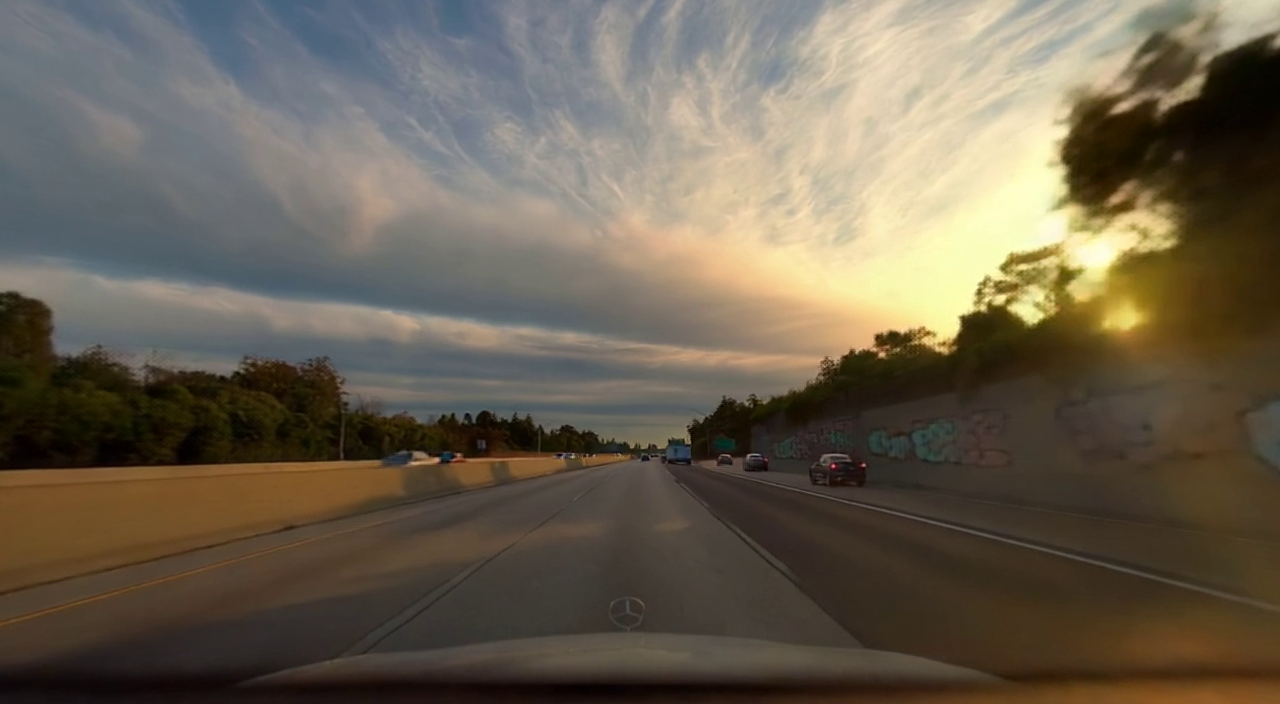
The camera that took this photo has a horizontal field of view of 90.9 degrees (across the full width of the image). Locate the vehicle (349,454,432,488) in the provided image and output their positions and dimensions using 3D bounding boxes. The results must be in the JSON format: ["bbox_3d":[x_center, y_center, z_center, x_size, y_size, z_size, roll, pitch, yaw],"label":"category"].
[{"bbox_3d":[-11.747,5.603,30.013,2.024,1.459,4.497,0,-9,1],"label":"vehicle"}]

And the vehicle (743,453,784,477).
[{"bbox_3d":[8.268,7.586,42.604,1.842,1.475,4.479,0,-9,0],"label":"vehicle"}]

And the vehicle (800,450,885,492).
[{"bbox_3d":[7.945,4.696,25.240,1.907,1.495,4.517,0,-9,0],"label":"vehicle"}]
